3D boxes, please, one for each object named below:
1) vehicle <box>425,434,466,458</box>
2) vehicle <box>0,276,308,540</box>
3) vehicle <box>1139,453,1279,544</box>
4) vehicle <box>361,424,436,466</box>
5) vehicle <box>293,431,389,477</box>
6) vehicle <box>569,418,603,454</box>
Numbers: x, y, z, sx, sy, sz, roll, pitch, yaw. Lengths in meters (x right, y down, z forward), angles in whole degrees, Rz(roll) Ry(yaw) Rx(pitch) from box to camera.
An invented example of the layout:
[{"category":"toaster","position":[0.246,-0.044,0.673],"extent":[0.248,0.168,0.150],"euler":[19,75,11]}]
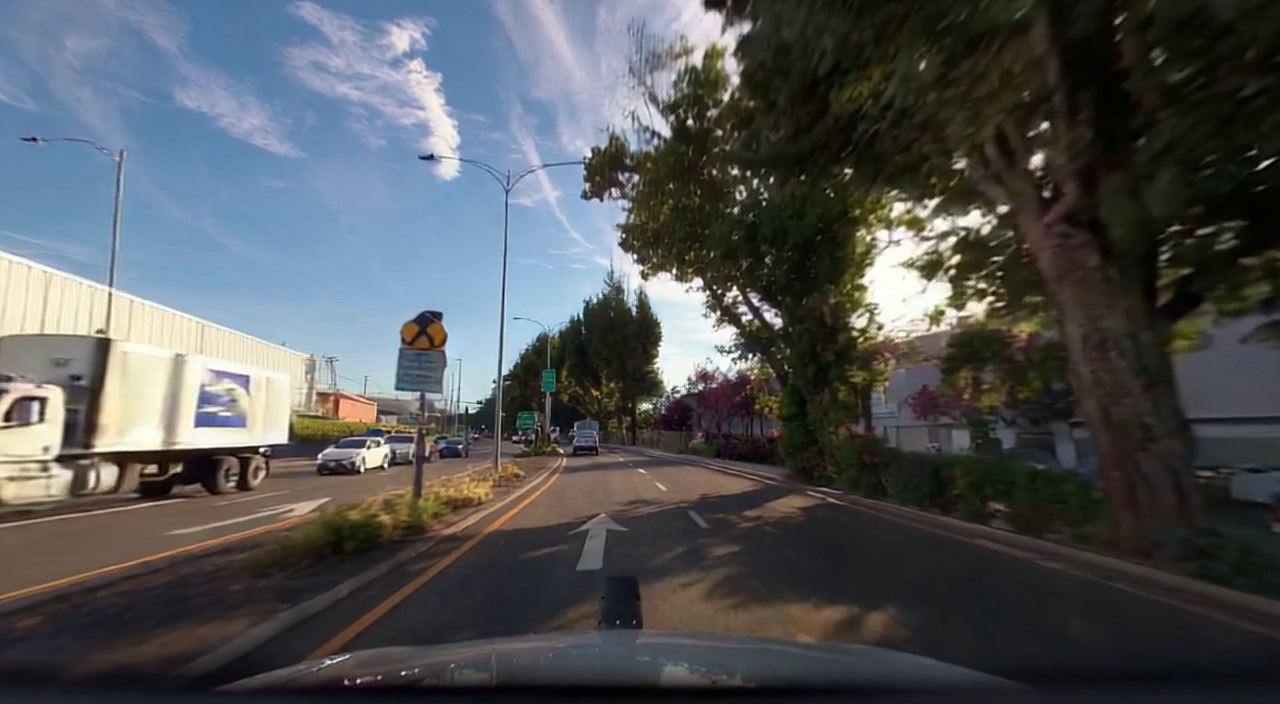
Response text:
[{"category":"vehicle","position":[-13.399,6.468,43.509],"extent":[1.897,1.515,3.986],"euler":[1,-8,-6]},{"category":"vehicle","position":[-10.520,1.342,12.719],"extent":[3.012,3.547,9.604],"euler":[1,-8,-4]},{"category":"vehicle","position":[12.313,2.752,11.665],"extent":[4.495,1.476,1.773],"euler":[2,-8,6]},{"category":"vehicle","position":[-12.021,4.658,31.746],"extent":[2.198,1.916,5.296],"euler":[1,-8,-6]},{"category":"vehicle","position":[-11.220,3.837,23.998],"extent":[1.926,1.610,4.079],"euler":[1,-8,-5]},{"category":"vehicle","position":[-4.304,6.636,49.746],"extent":[2.276,2.706,5.232],"euler":[1,-8,-9]}]
